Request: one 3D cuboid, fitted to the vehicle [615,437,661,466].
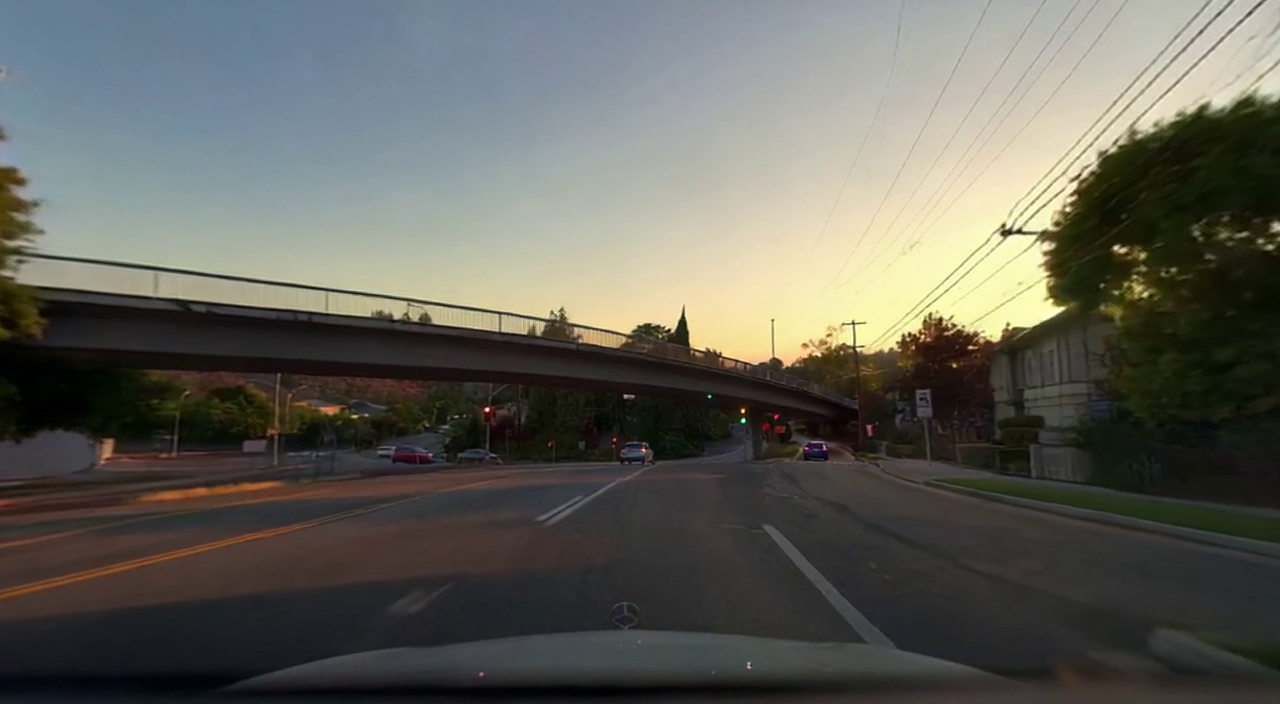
[{"bbox_3d":[-0.037,5.541,35.316,1.997,1.542,4.202,-1,-8,7],"label":"vehicle"}]

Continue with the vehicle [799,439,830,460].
[{"bbox_3d":[13.308,7.401,48.022,2.058,1.475,4.587,-3,-9,18],"label":"vehicle"}]
